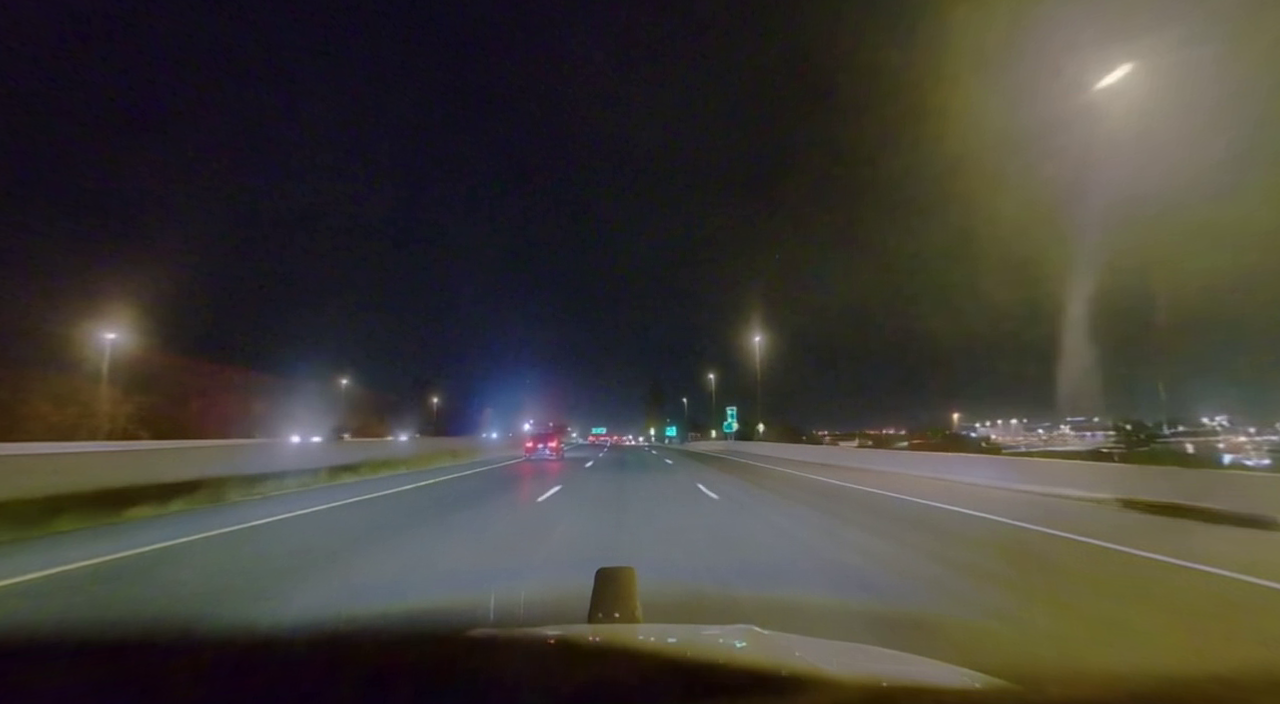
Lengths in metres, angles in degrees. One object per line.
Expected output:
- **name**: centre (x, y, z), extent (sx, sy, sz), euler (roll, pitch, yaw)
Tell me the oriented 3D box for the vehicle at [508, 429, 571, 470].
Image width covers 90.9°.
- **vehicle**: centre (-4.180, 4.121, 26.954), extent (2.062, 1.591, 4.156), euler (0, -8, -1)
